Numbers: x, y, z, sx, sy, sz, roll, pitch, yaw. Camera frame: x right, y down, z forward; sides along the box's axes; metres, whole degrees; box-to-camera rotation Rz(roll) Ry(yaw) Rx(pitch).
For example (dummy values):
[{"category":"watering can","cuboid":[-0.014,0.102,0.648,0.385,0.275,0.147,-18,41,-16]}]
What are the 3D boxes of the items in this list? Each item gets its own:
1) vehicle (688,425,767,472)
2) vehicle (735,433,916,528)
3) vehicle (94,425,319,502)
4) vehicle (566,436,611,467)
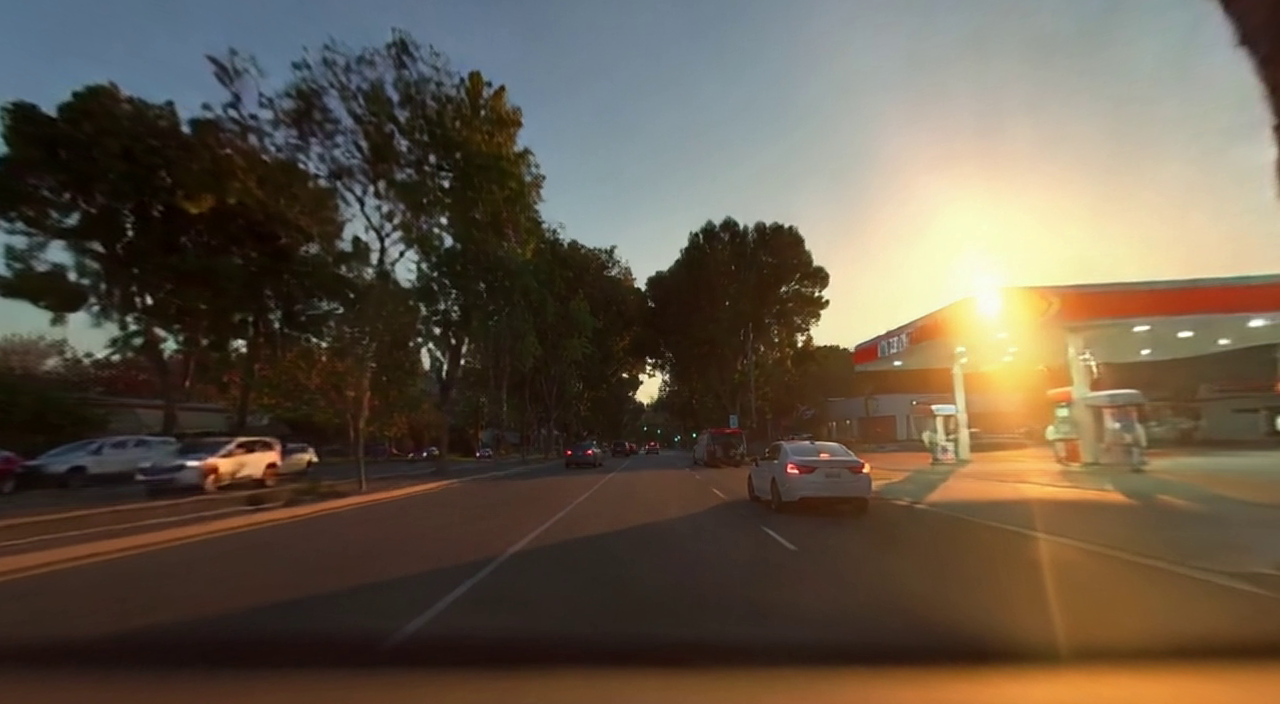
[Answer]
[{"category":"vehicle","cuboid":[4.299,4.968,32.538,3.245,2.199,6.295,0,-8,0]},{"category":"vehicle","cuboid":[3.287,2.387,12.354,2.095,1.475,4.686,0,-8,0]},{"category":"vehicle","cuboid":[-11.365,2.960,17.249,2.141,1.751,5.451,0,-8,2]},{"category":"vehicle","cuboid":[-3.050,6.049,38.461,2.250,1.713,4.422,0,-8,2]}]
